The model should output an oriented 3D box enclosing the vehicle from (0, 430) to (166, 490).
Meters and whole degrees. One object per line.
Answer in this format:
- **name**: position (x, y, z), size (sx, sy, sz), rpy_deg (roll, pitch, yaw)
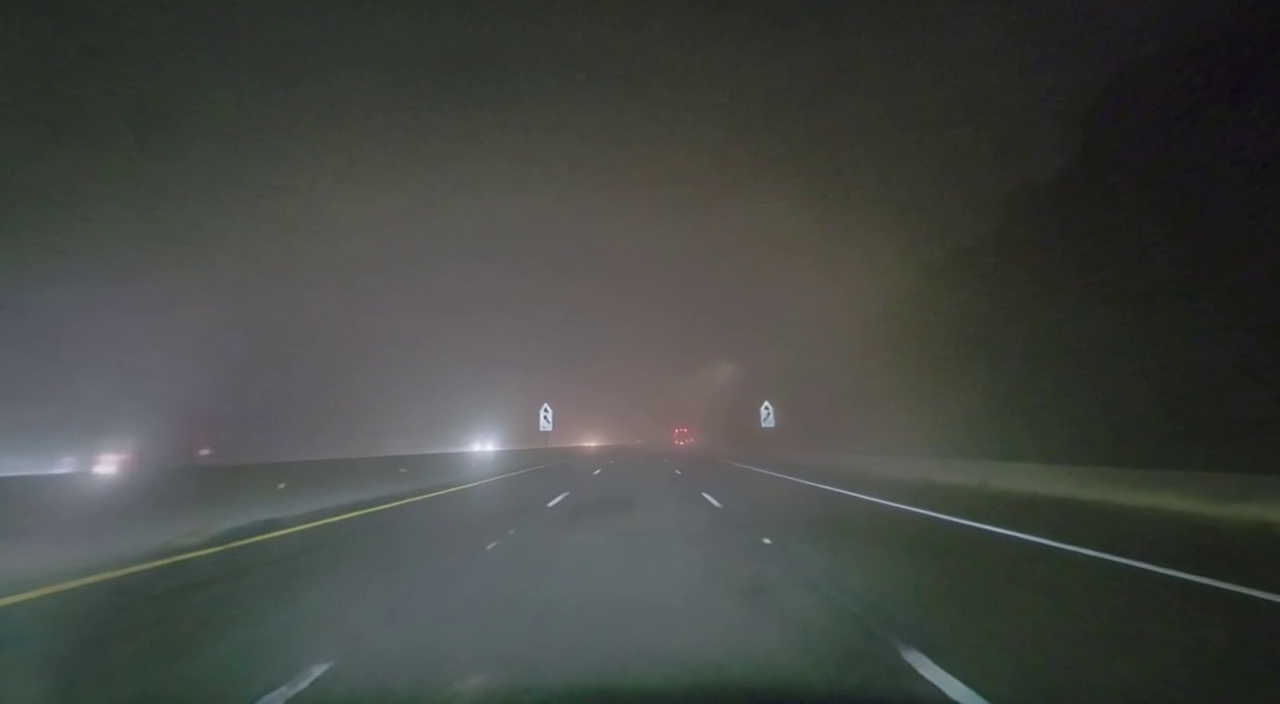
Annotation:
- **vehicle**: position (-20.853, 3.988, 23.685), size (2.075, 1.944, 4.938), rpy_deg (-1, -8, 1)
